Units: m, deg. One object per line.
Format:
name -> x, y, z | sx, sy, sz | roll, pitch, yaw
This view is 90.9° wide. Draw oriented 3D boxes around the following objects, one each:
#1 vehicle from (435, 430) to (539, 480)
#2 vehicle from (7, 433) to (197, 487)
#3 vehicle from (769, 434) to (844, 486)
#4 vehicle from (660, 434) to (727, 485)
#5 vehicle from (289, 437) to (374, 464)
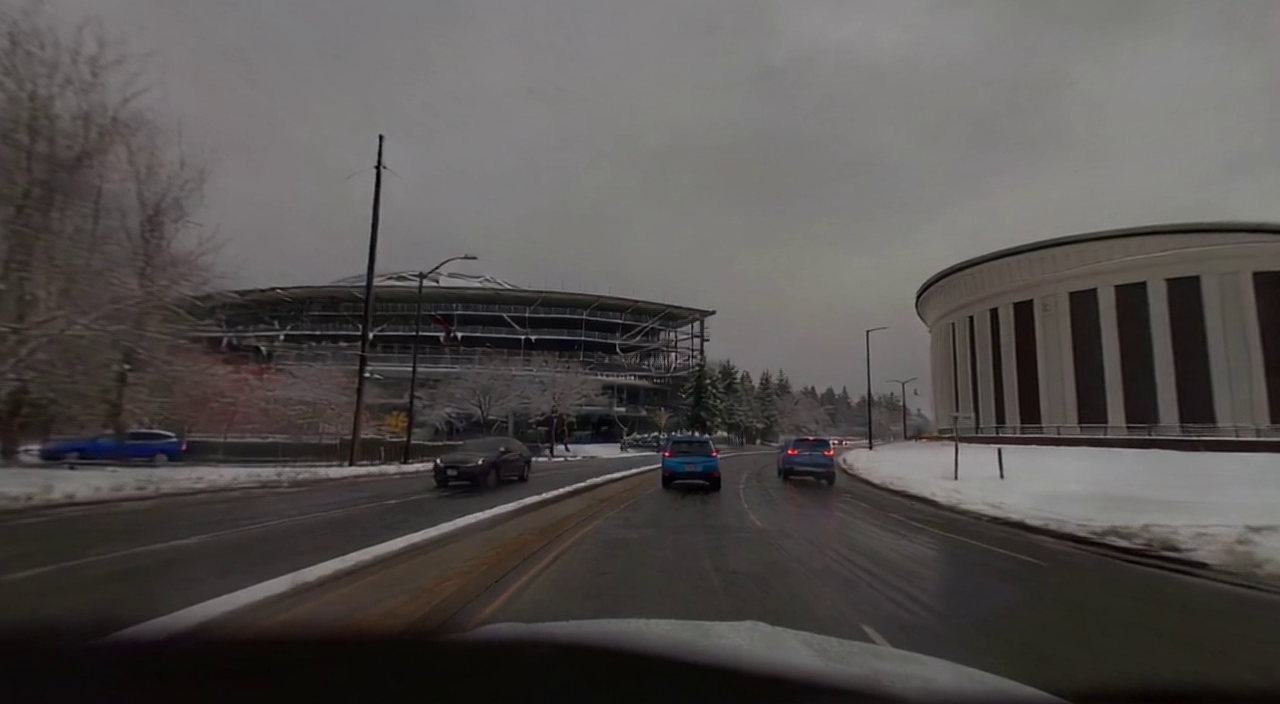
vehicle -> -5.946, 4.080, 25.191 | 2.254, 1.789, 4.736 | -2, -9, 10
vehicle -> -16.405, 3.292, 19.333 | 4.351, 1.490, 2.012 | -2, -9, 11
vehicle -> 6.322, 4.153, 24.527 | 2.320, 1.772, 4.872 | -2, -9, 9
vehicle -> 2.017, 3.840, 22.731 | 2.132, 1.632, 3.889 | -2, -9, 8
vehicle -> -20.635, 6.623, 42.251 | 4.648, 1.697, 1.979 | -1, -9, 2
